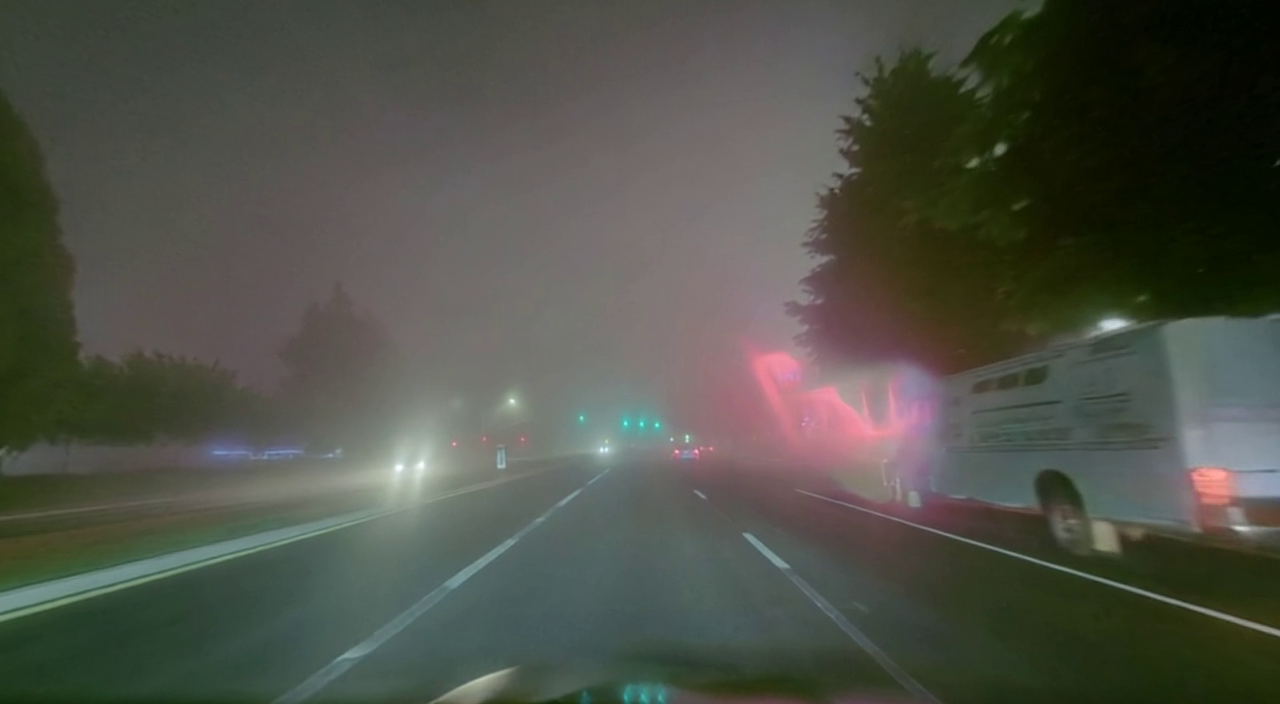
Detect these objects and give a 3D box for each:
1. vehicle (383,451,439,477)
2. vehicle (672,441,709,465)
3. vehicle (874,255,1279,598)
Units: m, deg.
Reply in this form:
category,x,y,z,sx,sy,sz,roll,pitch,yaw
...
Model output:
category,x,y,z,sx,sy,sz,roll,pitch,yaw
vehicle,-13.919,6.809,38.601,1.887,1.470,4.240,0,-8,-1
vehicle,3.308,6.747,42.278,2.057,1.470,4.454,0,-8,0
vehicle,6.841,1.241,10.018,3.013,3.152,8.476,0,-8,0
